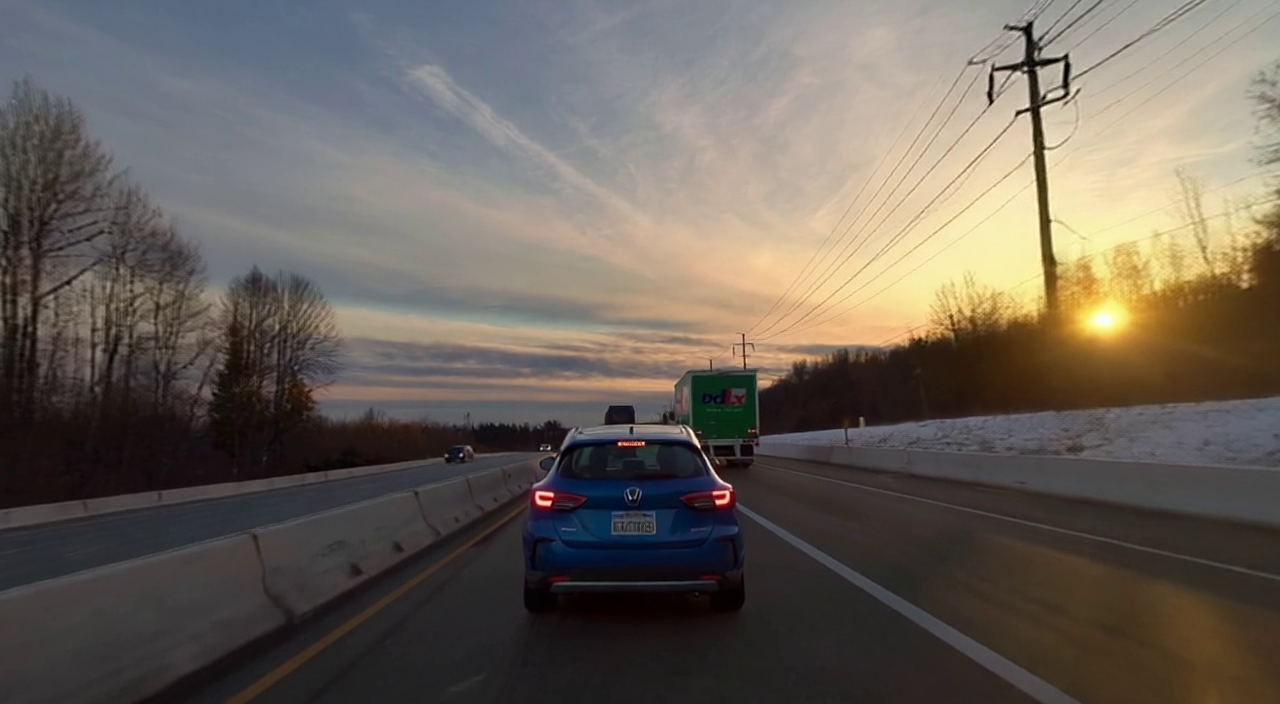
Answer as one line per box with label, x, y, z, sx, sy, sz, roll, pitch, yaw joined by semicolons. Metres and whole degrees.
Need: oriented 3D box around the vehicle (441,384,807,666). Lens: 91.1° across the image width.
vehicle;-0.133;1.235;5.582;2.062;1.581;3.914;0;-8;-1
